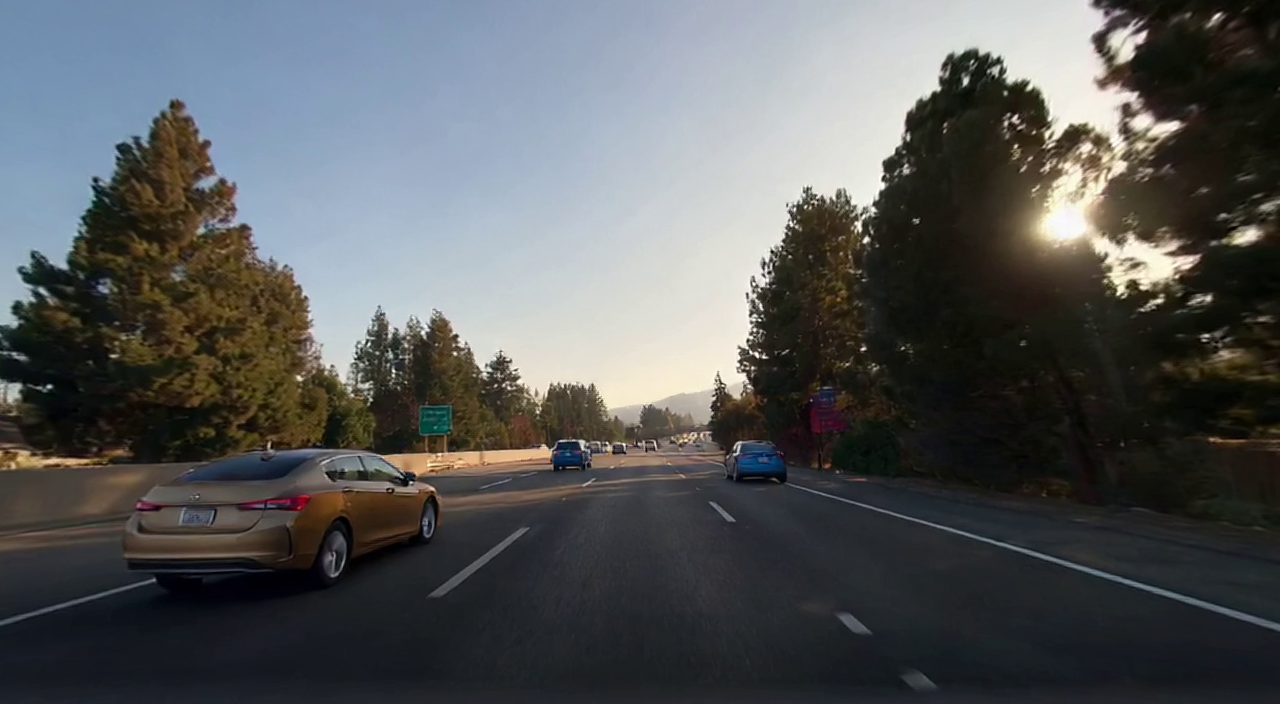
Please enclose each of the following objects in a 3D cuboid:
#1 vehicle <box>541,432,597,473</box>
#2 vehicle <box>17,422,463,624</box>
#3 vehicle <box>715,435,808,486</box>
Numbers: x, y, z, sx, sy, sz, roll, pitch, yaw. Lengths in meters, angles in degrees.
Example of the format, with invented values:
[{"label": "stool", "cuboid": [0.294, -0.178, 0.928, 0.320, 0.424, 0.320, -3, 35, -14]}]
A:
[{"label": "vehicle", "cuboid": [-3.363, 4.902, 30.844, 2.122, 1.847, 4.696, 0, -8, 1]}, {"label": "vehicle", "cuboid": [-3.600, 1.592, 6.954, 1.948, 1.475, 4.461, 0, -8, 1]}, {"label": "vehicle", "cuboid": [3.847, 3.529, 20.812, 2.100, 1.472, 4.533, 0, -8, -1]}]
